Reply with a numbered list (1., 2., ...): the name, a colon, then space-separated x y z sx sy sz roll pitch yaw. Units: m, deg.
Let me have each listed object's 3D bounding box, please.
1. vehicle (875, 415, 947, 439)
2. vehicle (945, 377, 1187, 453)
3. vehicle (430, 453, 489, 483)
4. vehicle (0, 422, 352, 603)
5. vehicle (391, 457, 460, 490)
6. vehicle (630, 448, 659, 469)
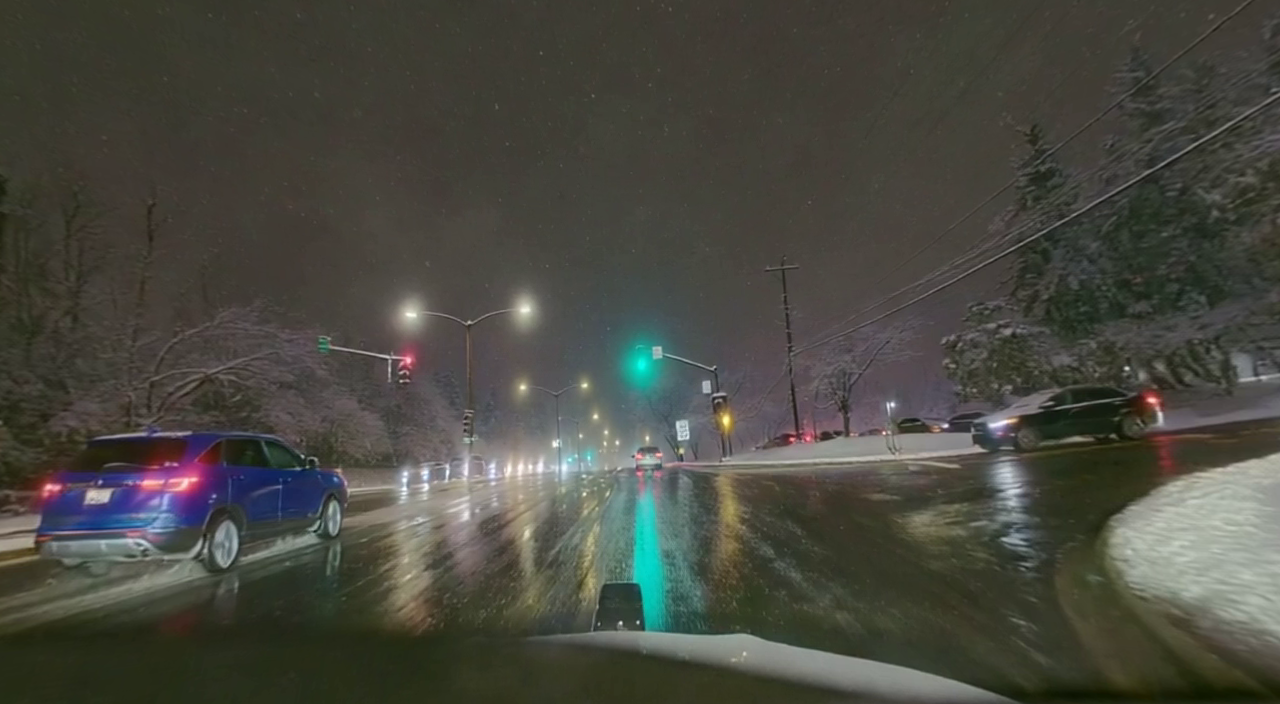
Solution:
1. vehicle: 19.004 5.328 44.380 1.947 1.477 4.661 7 -9 -20
2. vehicle: 12.137 1.862 18.252 5.357 1.845 2.151 -2 -8 -1
3. vehicle: -12.059 7.788 42.555 2.167 1.799 5.682 0 -9 1
4. vehicle: -6.155 2.049 8.984 2.027 1.908 4.273 0 -9 0
5. vehicle: -11.447 6.557 33.956 2.149 1.527 4.691 -1 -11 -1
6. vehicle: 0.281 8.012 47.439 2.091 1.494 3.962 0 -8 -1
